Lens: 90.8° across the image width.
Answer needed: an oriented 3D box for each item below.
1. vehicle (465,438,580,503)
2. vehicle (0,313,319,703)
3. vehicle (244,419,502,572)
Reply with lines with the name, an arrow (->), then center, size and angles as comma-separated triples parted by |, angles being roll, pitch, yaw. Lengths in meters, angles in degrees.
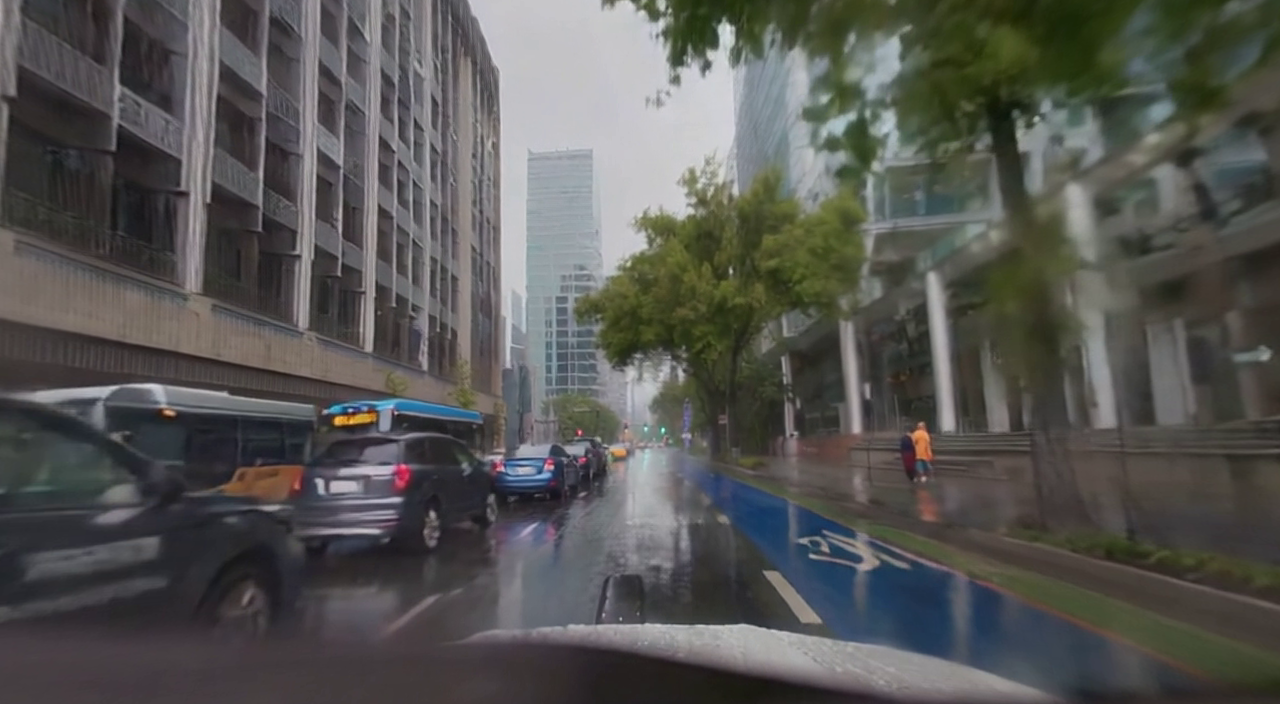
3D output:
vehicle -> -3.231, 3.385, 18.568 | 2.266, 1.621, 4.783 | -1, -8, 3
vehicle -> -3.377, 0.769, 2.044 | 2.225, 1.848, 4.472 | 0, -8, 1
vehicle -> -3.758, 2.104, 9.941 | 1.982, 1.710, 4.454 | -4, -9, 2
